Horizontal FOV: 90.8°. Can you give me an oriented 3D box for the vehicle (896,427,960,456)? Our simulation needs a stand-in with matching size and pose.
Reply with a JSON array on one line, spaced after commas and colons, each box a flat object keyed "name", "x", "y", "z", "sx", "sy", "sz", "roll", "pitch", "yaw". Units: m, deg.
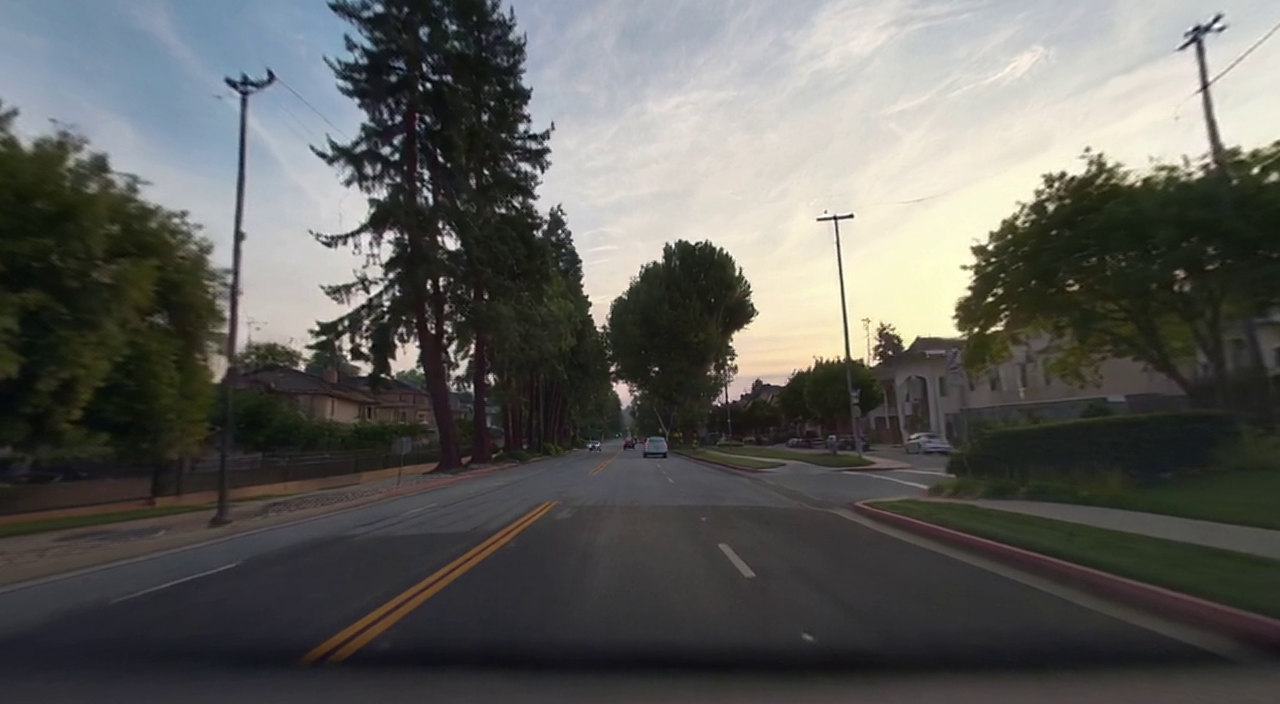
[{"name": "vehicle", "x": 18.209, "y": 5.745, "z": 40.217, "sx": 1.936, "sy": 1.722, "sz": 4.562, "roll": 0, "pitch": -9, "yaw": 1}]
